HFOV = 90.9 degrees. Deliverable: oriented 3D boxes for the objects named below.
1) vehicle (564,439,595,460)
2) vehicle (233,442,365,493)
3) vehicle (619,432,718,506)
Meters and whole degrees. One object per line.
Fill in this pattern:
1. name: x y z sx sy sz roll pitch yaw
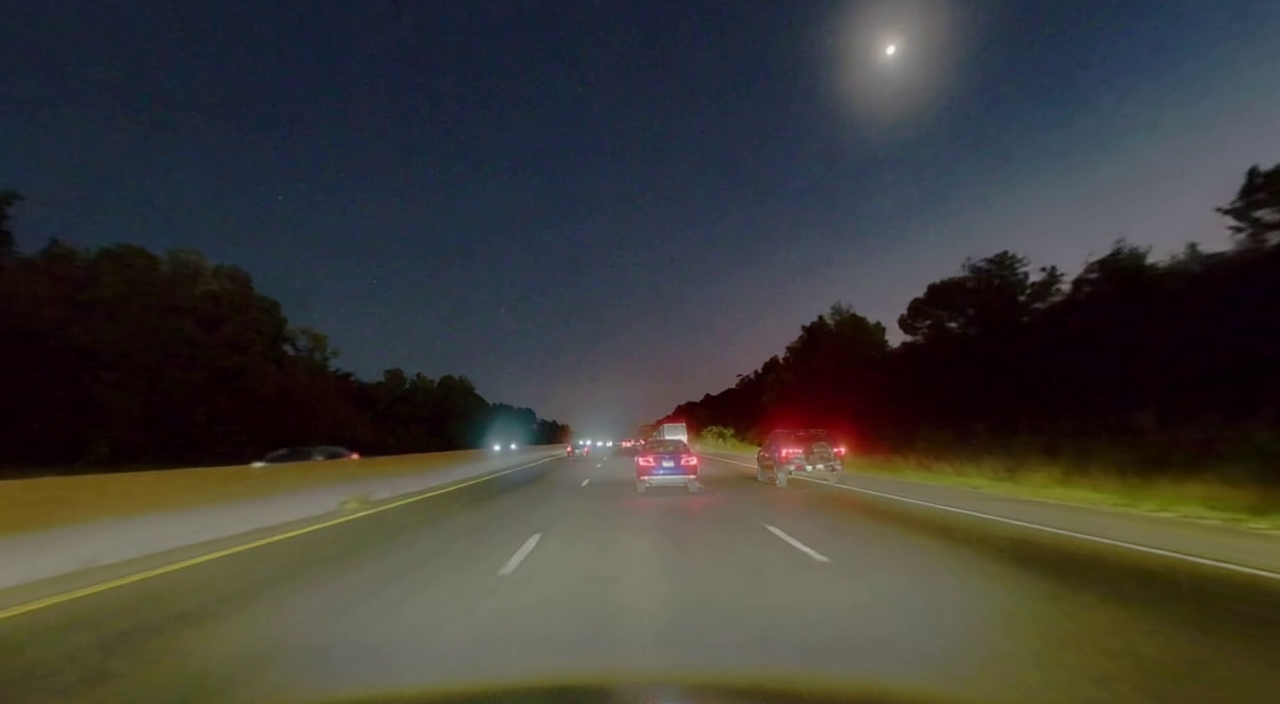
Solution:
1. vehicle: -4.523 7.397 47.996 2.055 1.466 4.317 0 -8 -2
2. vehicle: -11.412 3.849 21.536 2.060 1.505 4.442 0 -8 -1
3. vehicle: 0.502 2.708 15.306 1.961 1.495 4.743 0 -8 -3
